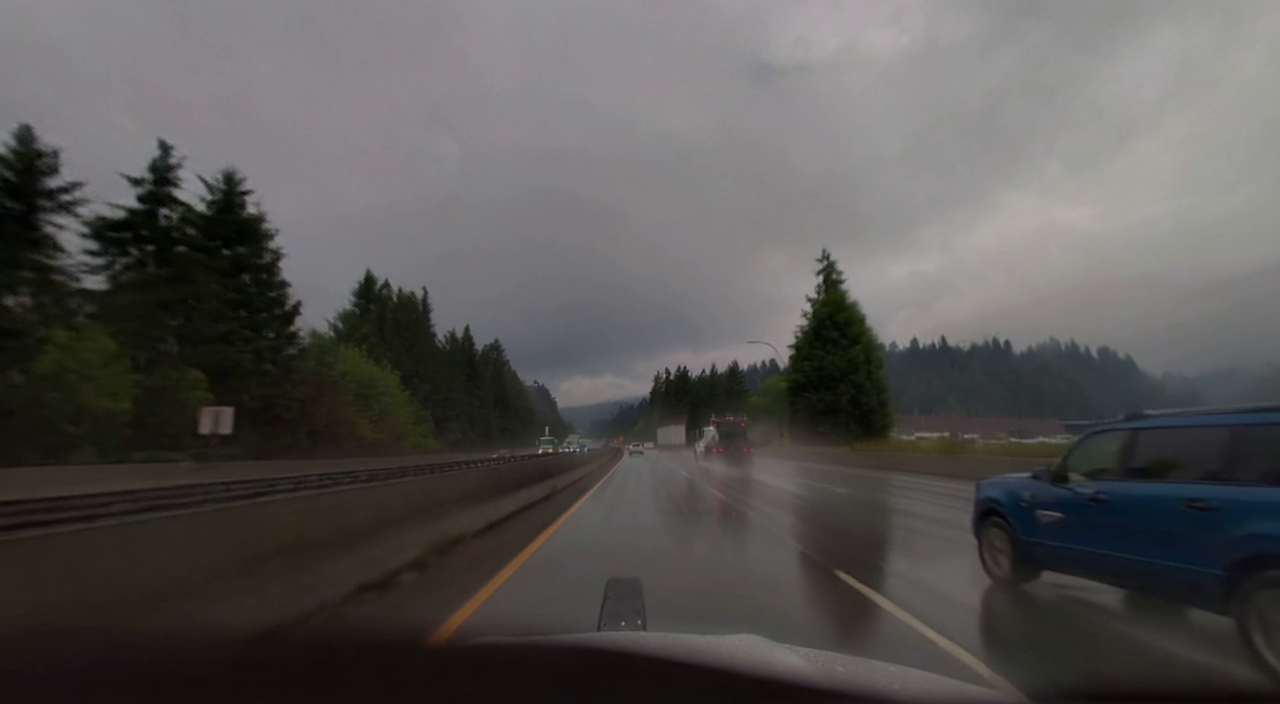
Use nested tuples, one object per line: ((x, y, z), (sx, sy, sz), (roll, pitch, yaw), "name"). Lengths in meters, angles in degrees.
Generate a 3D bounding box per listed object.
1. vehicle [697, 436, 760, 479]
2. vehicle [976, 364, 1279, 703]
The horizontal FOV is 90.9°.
((3.691, 4.496, 27.082), (2.022, 1.658, 4.132), (0, -9, -1), "vehicle")
((3.900, 0.927, 3.314), (2.005, 1.604, 4.002), (0, -9, 0), "vehicle")
